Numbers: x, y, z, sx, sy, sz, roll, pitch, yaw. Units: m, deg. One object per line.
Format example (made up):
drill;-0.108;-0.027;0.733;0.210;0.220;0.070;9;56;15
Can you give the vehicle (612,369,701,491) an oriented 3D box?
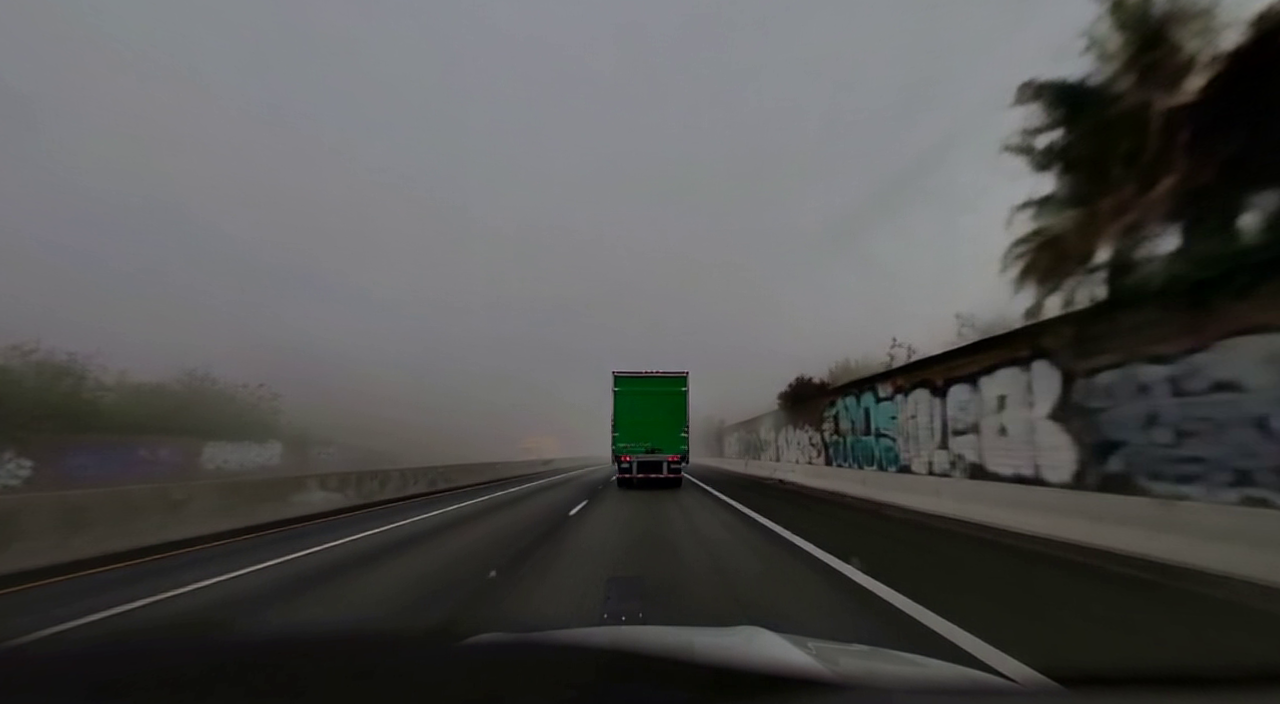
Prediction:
vehicle;0.428;3.316;25.710;2.900;3.955;10.151;0;-9;-1
